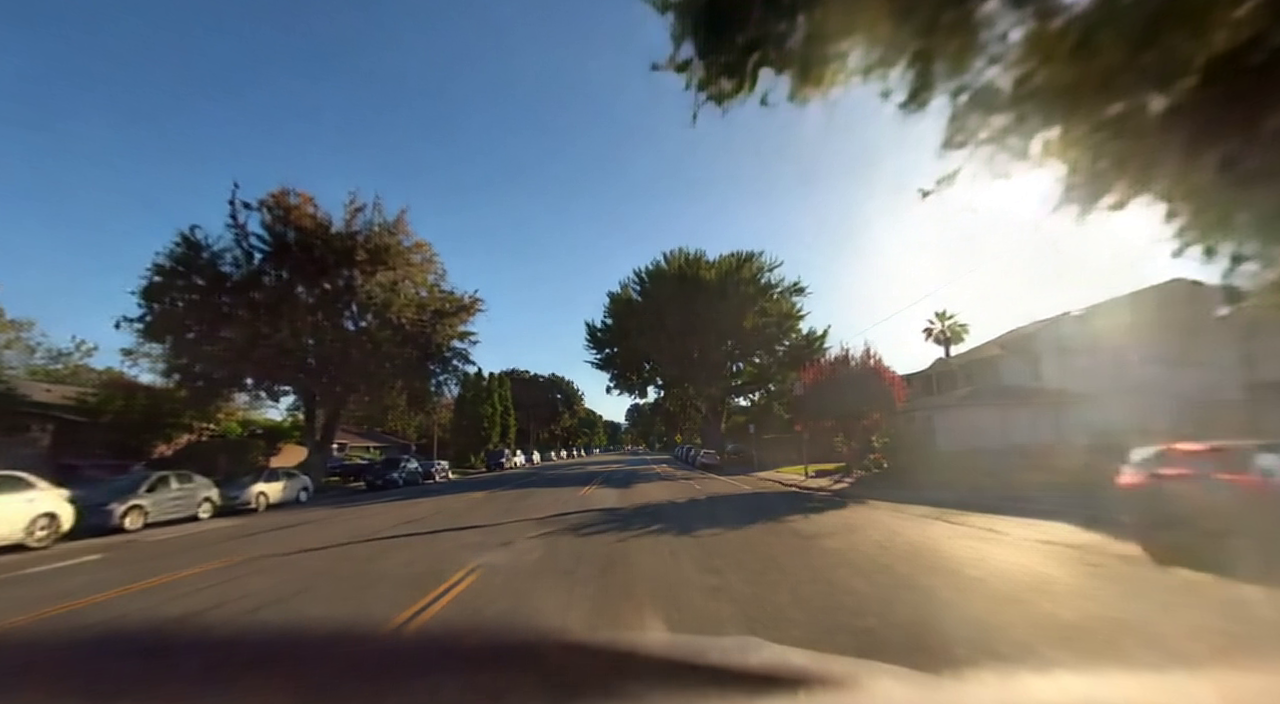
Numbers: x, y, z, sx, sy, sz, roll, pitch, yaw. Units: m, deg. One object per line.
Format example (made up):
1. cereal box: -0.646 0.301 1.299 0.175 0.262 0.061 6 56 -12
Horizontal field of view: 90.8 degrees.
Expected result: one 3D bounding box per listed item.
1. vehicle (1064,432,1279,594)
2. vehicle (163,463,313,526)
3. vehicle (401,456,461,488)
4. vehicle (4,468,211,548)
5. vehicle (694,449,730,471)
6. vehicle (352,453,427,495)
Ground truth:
1. vehicle: 6.907 1.795 7.916 2.022 1.471 4.432 -7 -11 40
2. vehicle: -12.332 4.337 19.803 1.795 1.472 4.601 -5 -9 -1
3. vehicle: -12.043 6.896 36.684 1.872 1.472 4.719 -6 -9 -1
4. vehicle: -12.424 3.609 15.135 1.676 1.496 3.804 0 -9 -1
5. vehicle: 5.176 7.794 45.846 1.923 1.454 4.460 0 -9 -2
6. vehicle: -12.518 6.077 31.871 1.988 1.741 4.379 -6 -9 -1
